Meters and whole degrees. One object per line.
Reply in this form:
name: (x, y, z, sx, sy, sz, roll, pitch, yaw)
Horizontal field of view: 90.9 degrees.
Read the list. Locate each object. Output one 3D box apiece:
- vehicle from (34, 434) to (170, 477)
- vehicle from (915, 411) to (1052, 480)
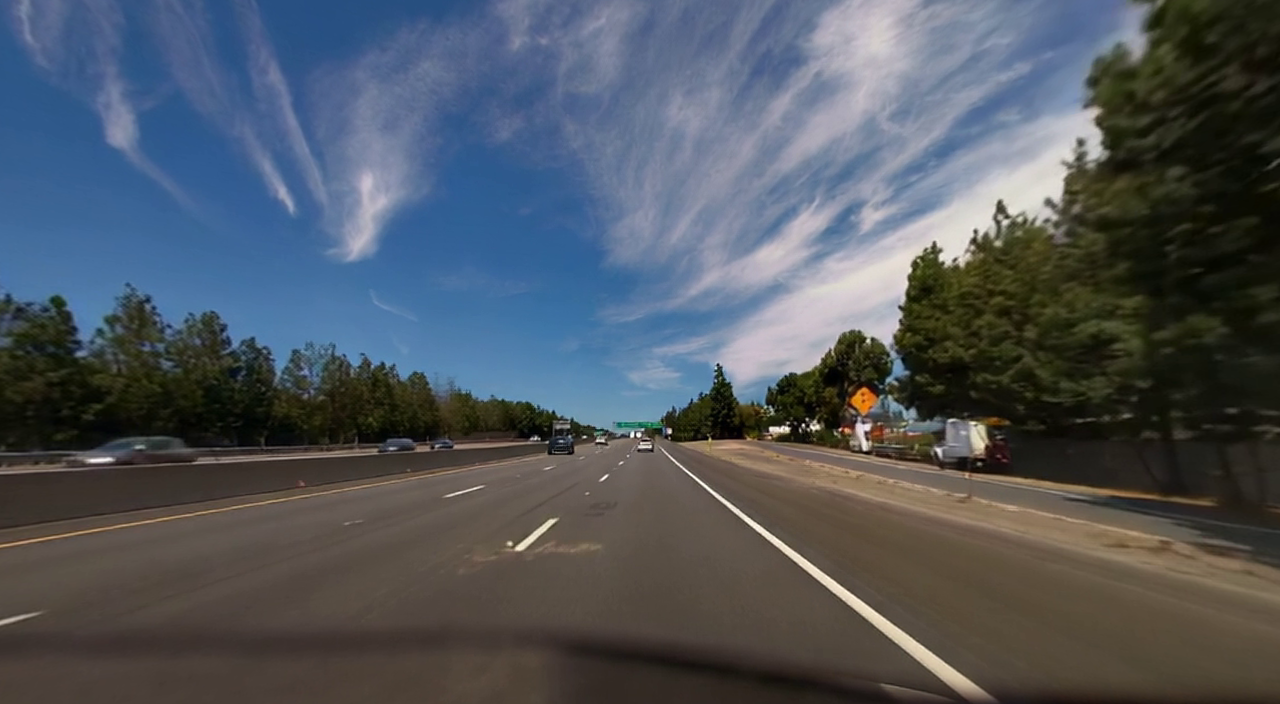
vehicle: (-18.650, 3.591, 22.057, 1.668, 1.388, 3.393, 0, -8, 1)
vehicle: (18.870, 5.129, 35.333, 3.098, 3.410, 7.172, 0, -7, -5)
